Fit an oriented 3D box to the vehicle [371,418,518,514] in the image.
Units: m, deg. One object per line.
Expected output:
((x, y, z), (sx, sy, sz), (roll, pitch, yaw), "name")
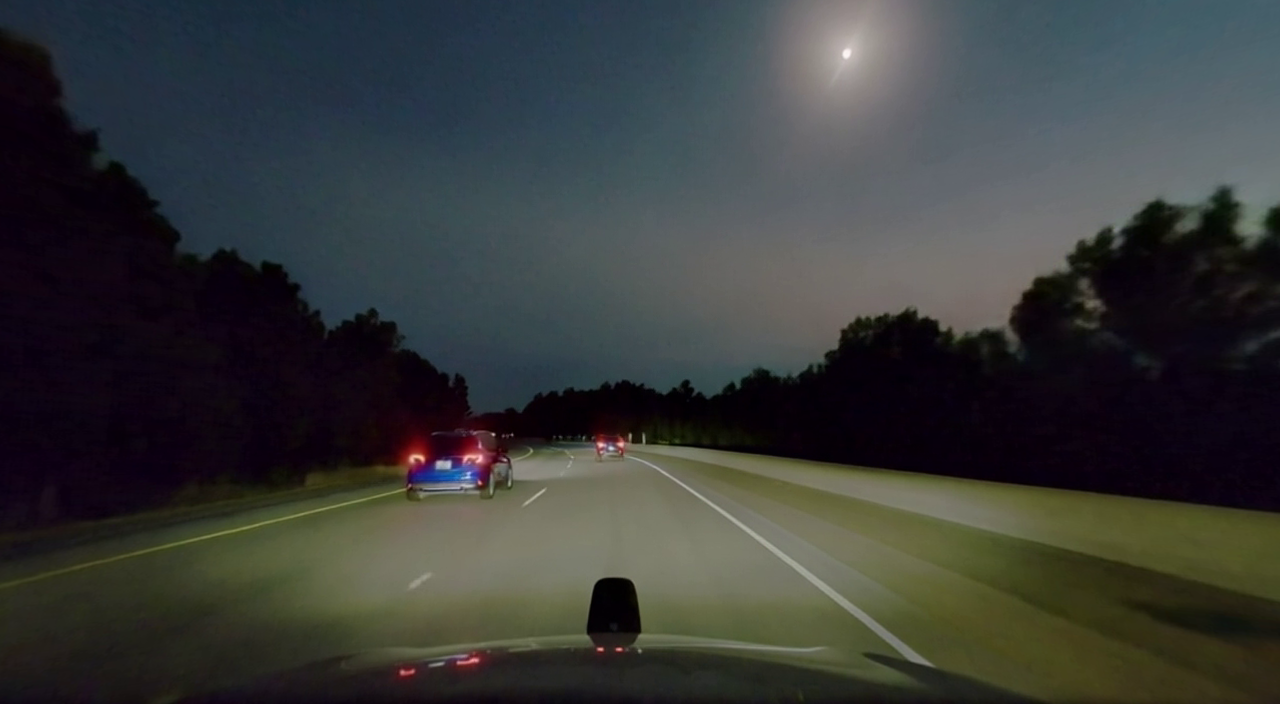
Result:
((-4.300, 2.565, 14.817), (2.053, 1.847, 4.760), (0, -8, -2), "vehicle")

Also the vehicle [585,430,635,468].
((-1.668, 5.073, 33.331), (2.452, 1.857, 4.022), (0, -8, -5), "vehicle")
